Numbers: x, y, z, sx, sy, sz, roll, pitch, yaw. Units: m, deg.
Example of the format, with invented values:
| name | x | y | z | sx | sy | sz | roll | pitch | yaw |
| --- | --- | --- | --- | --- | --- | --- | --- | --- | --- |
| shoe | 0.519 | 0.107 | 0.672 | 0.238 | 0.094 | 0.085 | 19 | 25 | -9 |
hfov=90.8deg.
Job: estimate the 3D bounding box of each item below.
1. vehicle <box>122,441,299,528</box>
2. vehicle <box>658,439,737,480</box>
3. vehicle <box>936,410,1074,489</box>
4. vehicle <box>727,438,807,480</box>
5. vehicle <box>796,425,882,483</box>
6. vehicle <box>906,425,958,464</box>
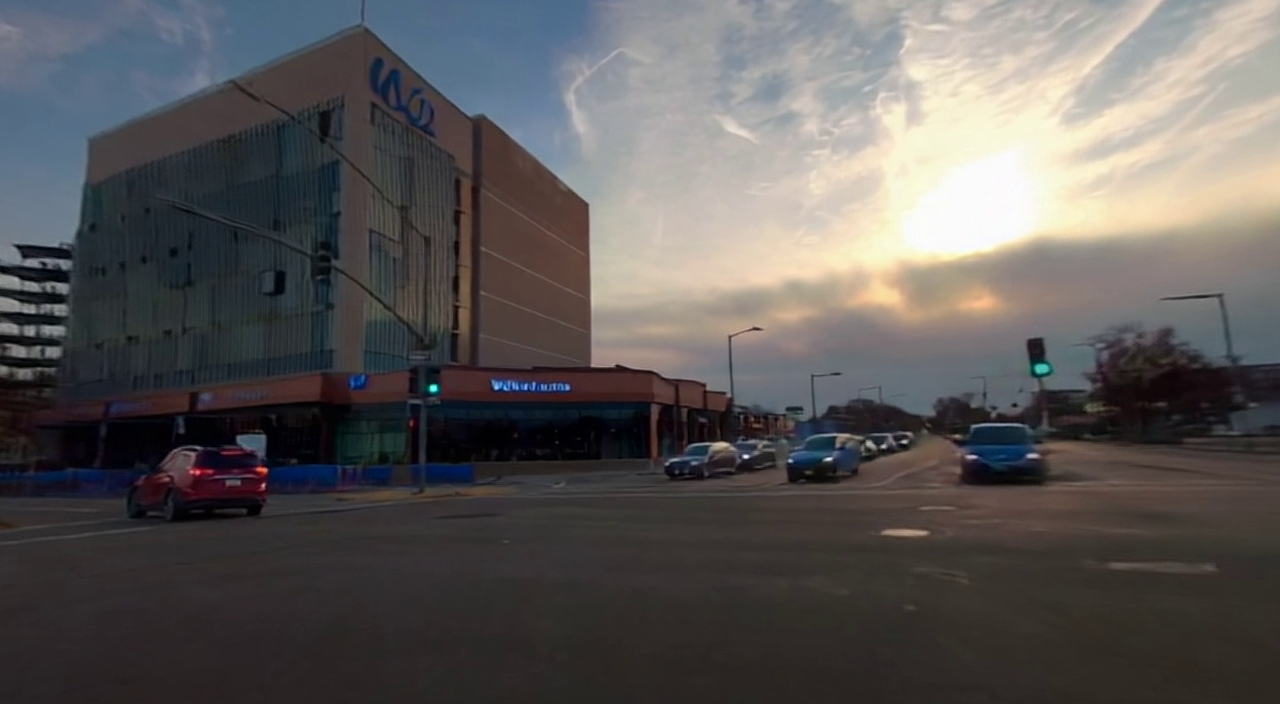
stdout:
| name | x | y | z | sx | sy | sz | roll | pitch | yaw |
| --- | --- | --- | --- | --- | --- | --- | --- | --- | --- |
| vehicle | -10.464 | 3.088 | 15.303 | 4.445 | 1.762 | 2.238 | -8 | -11 | 39 |
| vehicle | 2.588 | 4.645 | 27.554 | 2.005 | 1.596 | 4.342 | -5 | -10 | 26 |
| vehicle | 10.310 | 2.831 | 18.368 | 2.160 | 1.948 | 4.784 | -3 | -9 | 15 |
| vehicle | 5.226 | 4.295 | 25.587 | 2.163 | 1.529 | 4.210 | -5 | -10 | 25 |
| vehicle | 7.074 | 3.540 | 22.106 | 2.162 | 1.788 | 4.603 | -5 | -10 | 25 |
| vehicle | 17.558 | 5.577 | 38.221 | 2.453 | 2.122 | 5.431 | -4 | -9 | 22 |
